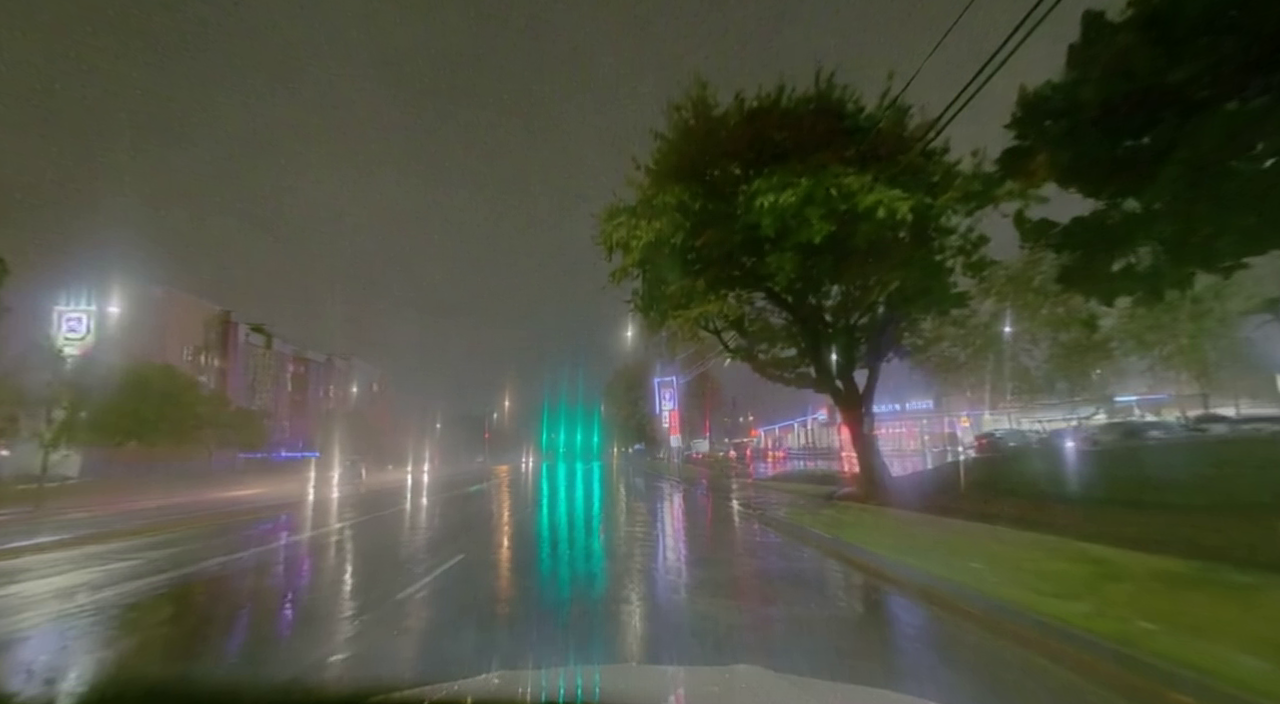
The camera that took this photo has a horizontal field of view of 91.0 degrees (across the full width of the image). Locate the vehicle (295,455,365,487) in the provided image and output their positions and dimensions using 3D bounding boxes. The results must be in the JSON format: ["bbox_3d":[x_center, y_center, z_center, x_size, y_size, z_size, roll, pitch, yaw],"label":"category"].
[{"bbox_3d":[-19.735,7.539,40.279,2.067,1.806,4.832,0,-8,-1],"label":"vehicle"}]
